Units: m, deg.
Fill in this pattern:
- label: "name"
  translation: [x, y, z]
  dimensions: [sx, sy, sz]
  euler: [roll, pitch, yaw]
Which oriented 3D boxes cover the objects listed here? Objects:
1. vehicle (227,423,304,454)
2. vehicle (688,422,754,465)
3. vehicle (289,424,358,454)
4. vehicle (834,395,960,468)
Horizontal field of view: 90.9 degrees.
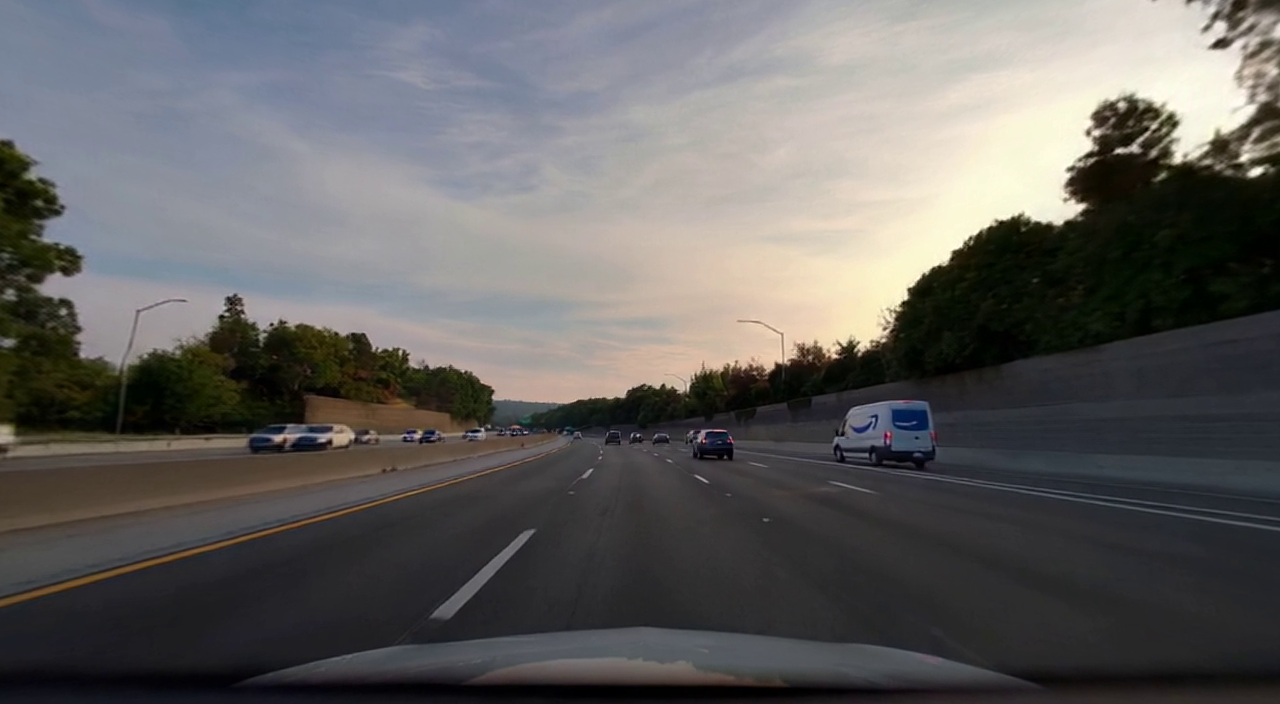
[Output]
- label: "vehicle"
  translation: [-22.363, 5.205, 37.917]
  dimensions: [2.015, 1.695, 4.505]
  euler: [0, -8, -3]
- label: "vehicle"
  translation: [3.493, 4.074, 28.117]
  dimensions: [2.141, 1.732, 4.279]
  euler: [0, -8, -3]
- label: "vehicle"
  translation: [-18.531, 5.124, 37.132]
  dimensions: [1.875, 1.585, 4.514]
  euler: [0, -8, -2]
- label: "vehicle"
  translation: [10.997, 3.537, 27.796]
  dimensions: [2.274, 2.802, 6.802]
  euler: [0, -8, -4]
